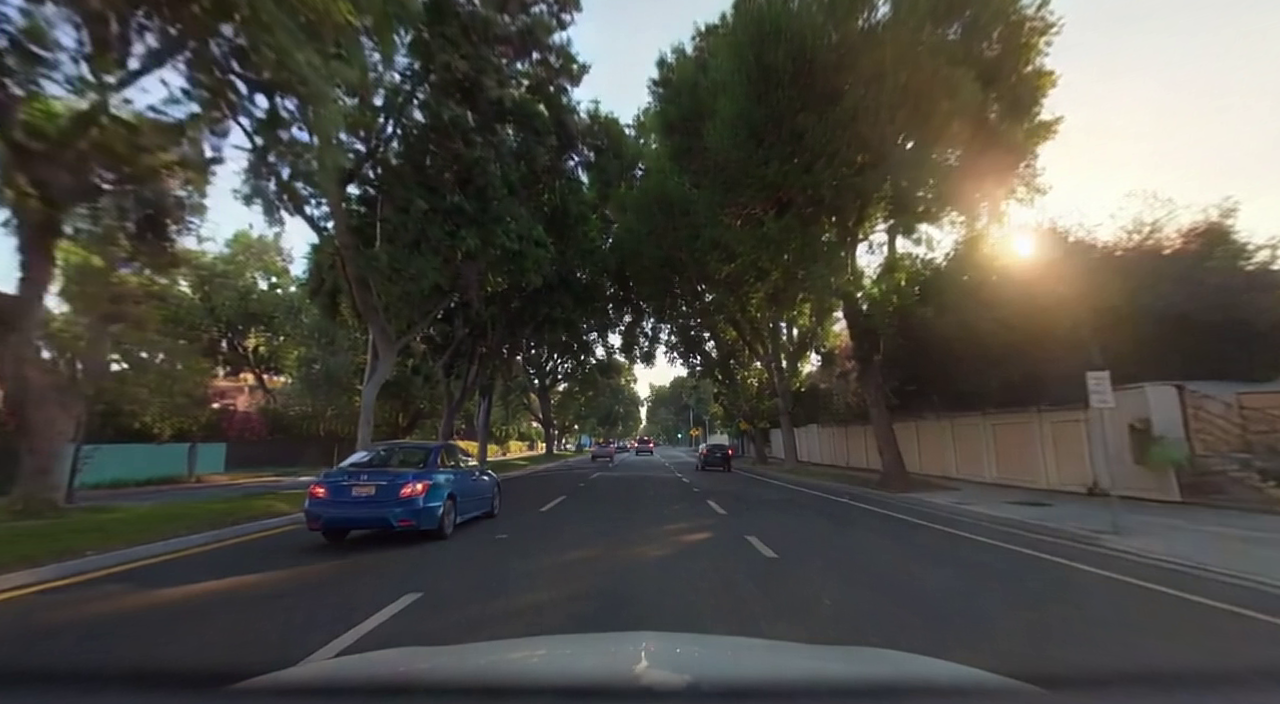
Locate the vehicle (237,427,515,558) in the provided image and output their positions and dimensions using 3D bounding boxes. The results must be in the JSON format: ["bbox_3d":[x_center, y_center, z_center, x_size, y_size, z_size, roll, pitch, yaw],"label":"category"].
[{"bbox_3d":[-3.569,2.007,9.863,2.091,1.503,4.989,0,-8,1],"label":"vehicle"}]

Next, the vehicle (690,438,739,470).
[{"bbox_3d":[4.089,5.690,35.342,2.182,1.688,4.187,0,-8,-1],"label":"vehicle"}]

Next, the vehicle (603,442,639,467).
[{"bbox_3d":[-1.135,6.497,40.125,1.940,1.473,4.133,-1,-8,3],"label":"vehicle"}]
